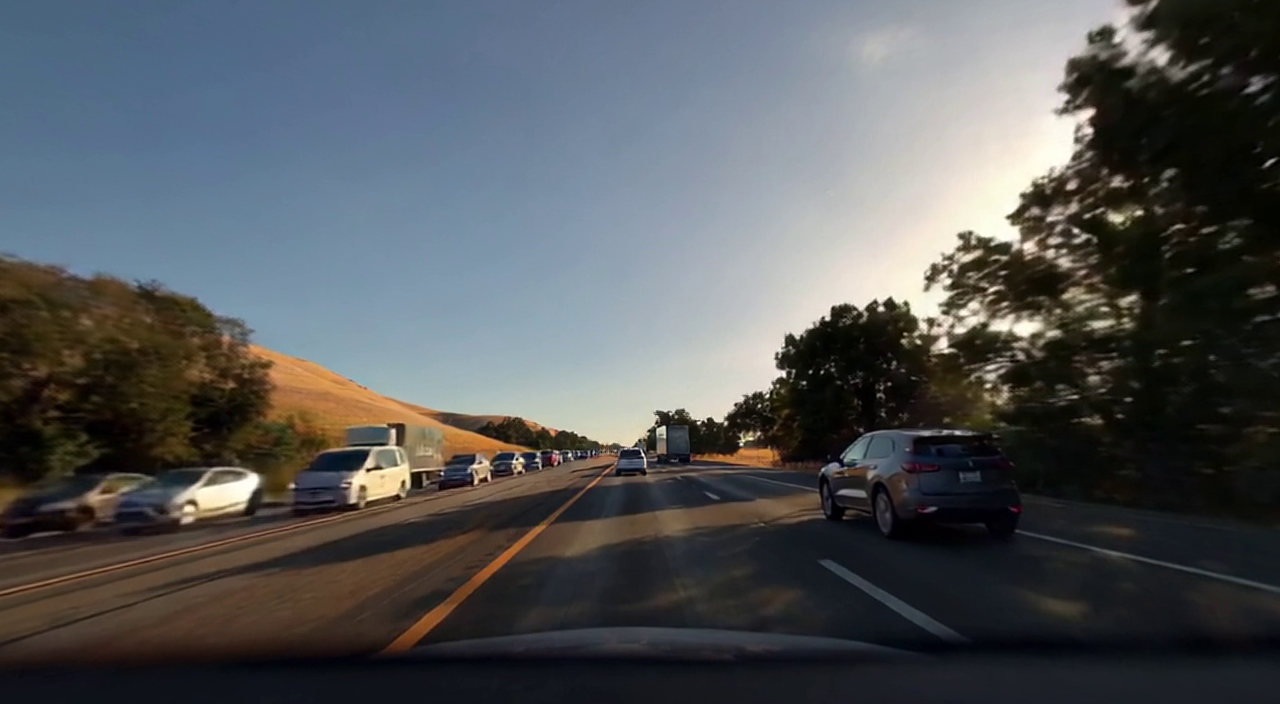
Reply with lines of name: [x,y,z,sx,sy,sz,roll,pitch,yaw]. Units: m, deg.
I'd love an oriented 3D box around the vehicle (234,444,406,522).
vehicle: [-7.832,3.218,15.994,1.987,1.663,4.580,0,-9,0]

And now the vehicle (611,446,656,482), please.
vehicle: [-0.325,5.200,29.420,1.971,1.518,4.108,0,-9,-1]

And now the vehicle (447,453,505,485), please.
vehicle: [-8.214,5.869,31.750,1.850,1.476,4.085,0,-9,-1]

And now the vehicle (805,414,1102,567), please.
vehicle: [4.083,1.877,9.216,2.077,1.673,4.267,0,-9,-1]

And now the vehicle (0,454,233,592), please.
vehicle: [-8.008,2.248,8.992,1.795,1.493,3.786,0,-9,-1]
